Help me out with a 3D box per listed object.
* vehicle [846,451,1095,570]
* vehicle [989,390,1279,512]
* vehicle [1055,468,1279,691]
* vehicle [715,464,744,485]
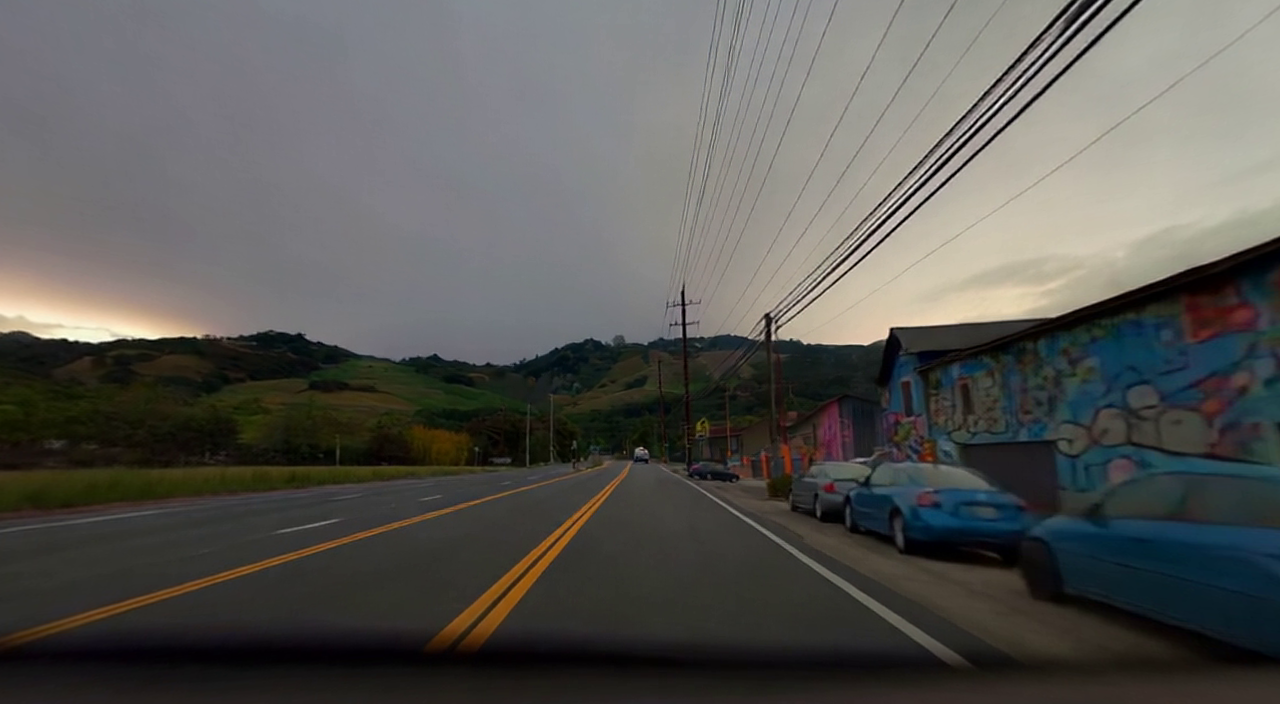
[{"bbox_3d":[5.644,2.703,11.720,2.056,1.693,4.803,0,-9,1],"label":"vehicle"},{"bbox_3d":[8.672,1.735,11.255,2.082,1.678,5.079,0,-8,1],"label":"vehicle"},{"bbox_3d":[5.566,1.684,4.644,2.005,1.487,4.397,0,-9,0],"label":"vehicle"},{"bbox_3d":[6.855,9.433,48.784,1.781,1.432,4.169,0,-9,3],"label":"vehicle"}]
